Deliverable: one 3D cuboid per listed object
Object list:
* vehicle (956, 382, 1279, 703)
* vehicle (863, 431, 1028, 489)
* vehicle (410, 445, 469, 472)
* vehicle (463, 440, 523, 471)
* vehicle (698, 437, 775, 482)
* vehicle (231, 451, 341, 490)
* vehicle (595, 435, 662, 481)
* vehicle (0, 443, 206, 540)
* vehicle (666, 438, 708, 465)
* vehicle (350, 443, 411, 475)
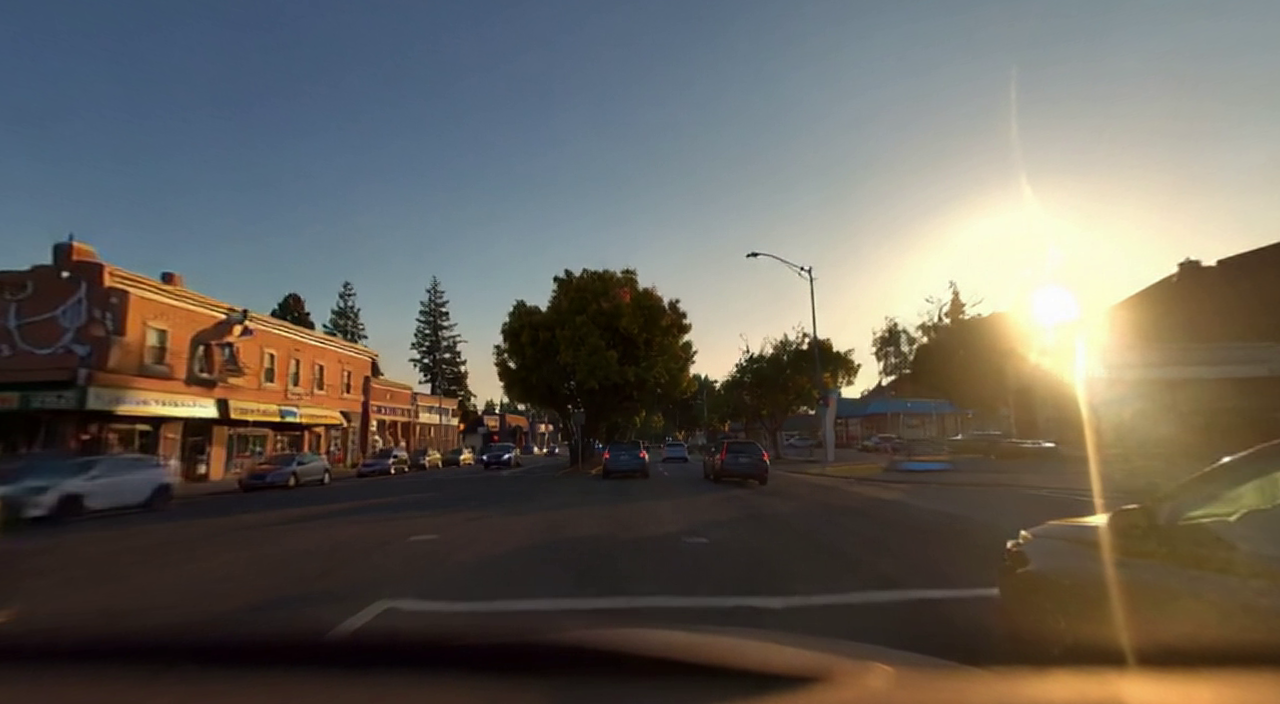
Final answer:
[{"bbox_3d":[3.189,0.819,1.886,2.097,1.502,4.470,0,-8,-1],"label":"vehicle"},{"bbox_3d":[9.947,3.568,21.044,4.464,1.755,2.236,-2,-9,14],"label":"vehicle"},{"bbox_3d":[-11.630,6.192,37.064,1.915,1.473,4.573,-1,-8,1],"label":"vehicle"},{"bbox_3d":[-8.073,5.738,35.246,2.240,1.550,4.760,0,-8,0],"label":"vehicle"},{"bbox_3d":[3.427,3.904,23.302,2.060,1.471,4.168,0,-8,-1],"label":"vehicle"},{"bbox_3d":[-14.963,4.993,27.116,2.007,1.463,4.792,0,-8,-1],"label":"vehicle"},{"bbox_3d":[-0.415,3.850,23.207,2.232,1.508,4.319,0,-8,-1],"label":"vehicle"},{"bbox_3d":[-11.613,2.691,12.955,2.117,1.592,4.660,0,-8,0],"label":"vehicle"},{"bbox_3d":[2.799,5.998,38.282,2.098,1.527,3.966,0,-8,-2],"label":"vehicle"},{"bbox_3d":[-15.628,6.456,38.369,1.979,1.819,4.308,0,-8,-1],"label":"vehicle"}]
